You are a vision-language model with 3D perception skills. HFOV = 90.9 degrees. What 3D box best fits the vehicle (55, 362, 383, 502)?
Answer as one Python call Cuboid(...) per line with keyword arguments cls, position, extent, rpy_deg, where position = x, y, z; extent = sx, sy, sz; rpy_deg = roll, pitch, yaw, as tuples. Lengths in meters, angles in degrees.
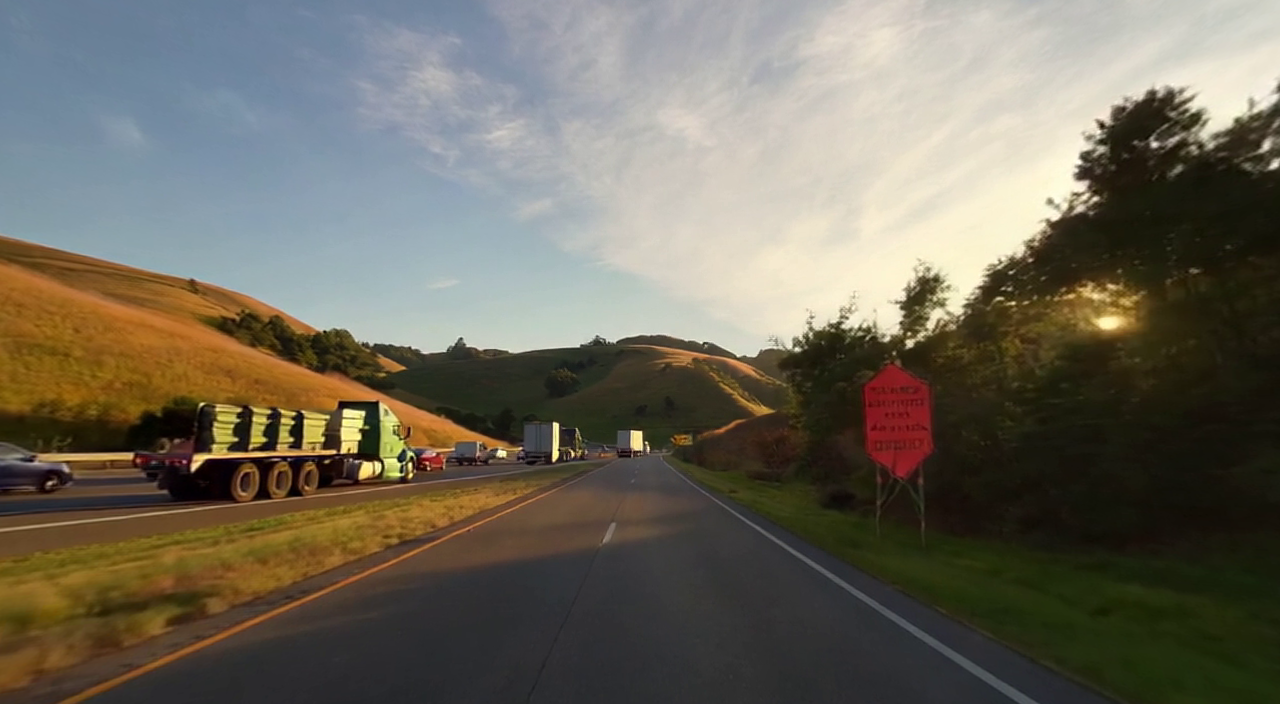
Cuboid(cls="vehicle", position=(-13.380, 2.979, 22.282), extent=(2.745, 3.617, 11.590), rpy_deg=(-1, -9, 5))
